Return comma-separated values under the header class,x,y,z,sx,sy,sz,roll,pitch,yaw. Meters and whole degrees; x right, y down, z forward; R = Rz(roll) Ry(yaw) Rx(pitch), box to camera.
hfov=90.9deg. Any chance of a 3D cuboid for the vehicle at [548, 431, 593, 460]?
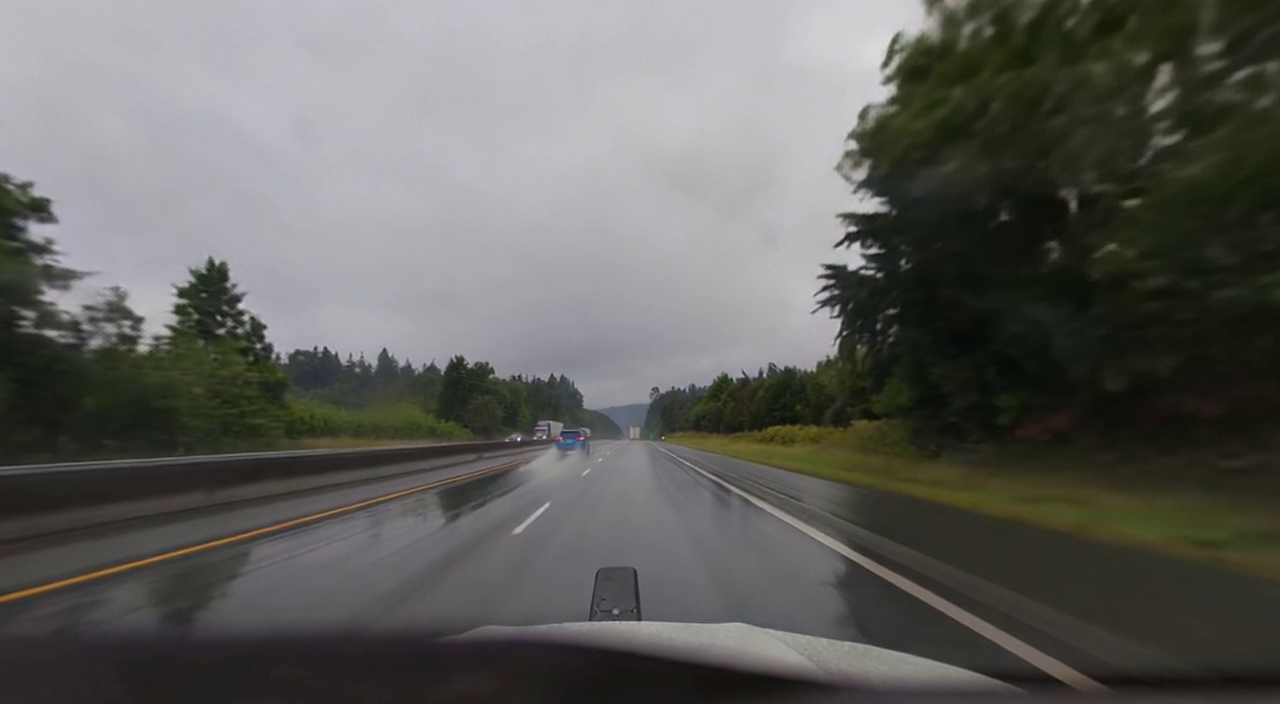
class,x,y,z,sx,sy,sz,roll,pitch,yaw
vehicle,-3.768,5.147,34.715,2.085,1.479,3.846,0,-8,-1
